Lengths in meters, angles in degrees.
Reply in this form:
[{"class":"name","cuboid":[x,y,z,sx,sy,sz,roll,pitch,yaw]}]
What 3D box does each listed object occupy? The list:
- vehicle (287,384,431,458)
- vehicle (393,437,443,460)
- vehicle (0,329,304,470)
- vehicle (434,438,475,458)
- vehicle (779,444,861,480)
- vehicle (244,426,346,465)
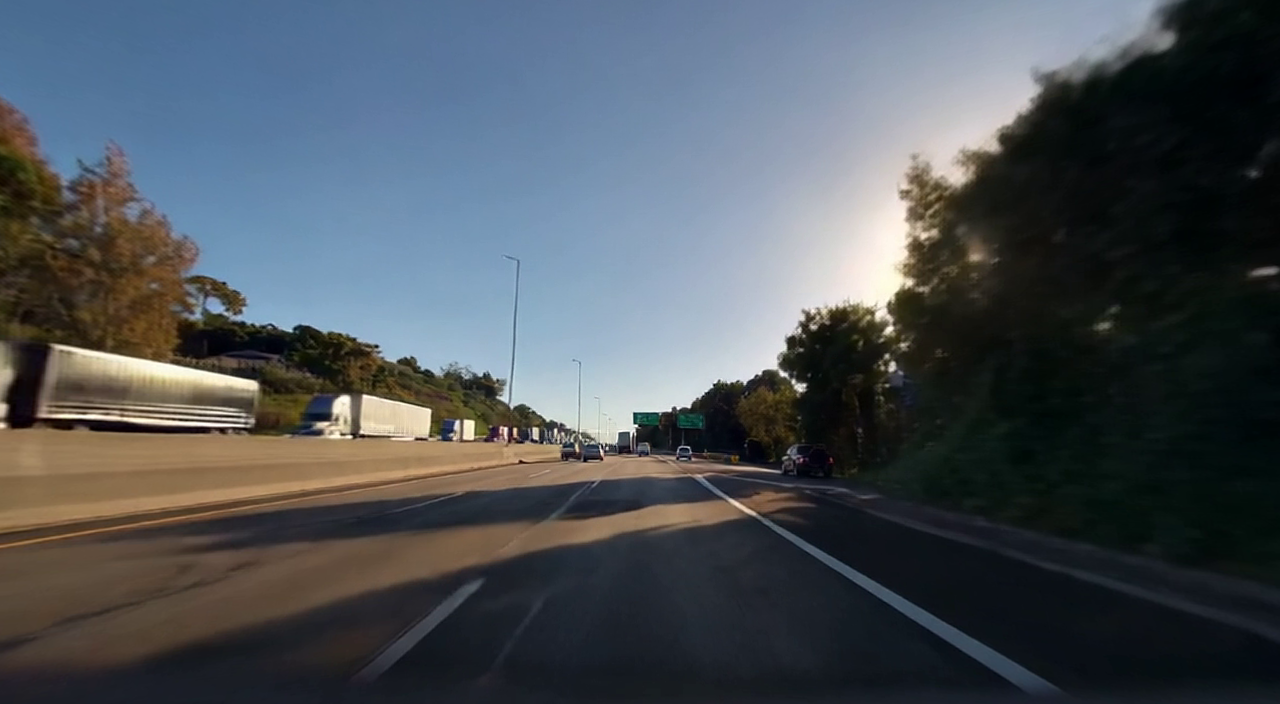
[{"class":"vehicle","cuboid":[-18.641,5.226,43.795,2.838,3.993,15.405,3,-10,0]},{"class":"vehicle","cuboid":[-14.217,6.221,40.579,1.873,1.432,3.960,0,-9,-1]},{"class":"vehicle","cuboid":[-18.573,2.403,24.809,2.787,3.985,14.192,0,-9,0]},{"class":"vehicle","cuboid":[-14.590,7.587,49.869,1.935,1.462,4.396,0,-9,-1]},{"class":"vehicle","cuboid":[9.551,5.877,33.810,2.080,1.725,4.252,5,-10,-20]},{"class":"vehicle","cuboid":[-14.432,3.974,26.642,1.915,1.479,4.154,0,-9,0]}]
